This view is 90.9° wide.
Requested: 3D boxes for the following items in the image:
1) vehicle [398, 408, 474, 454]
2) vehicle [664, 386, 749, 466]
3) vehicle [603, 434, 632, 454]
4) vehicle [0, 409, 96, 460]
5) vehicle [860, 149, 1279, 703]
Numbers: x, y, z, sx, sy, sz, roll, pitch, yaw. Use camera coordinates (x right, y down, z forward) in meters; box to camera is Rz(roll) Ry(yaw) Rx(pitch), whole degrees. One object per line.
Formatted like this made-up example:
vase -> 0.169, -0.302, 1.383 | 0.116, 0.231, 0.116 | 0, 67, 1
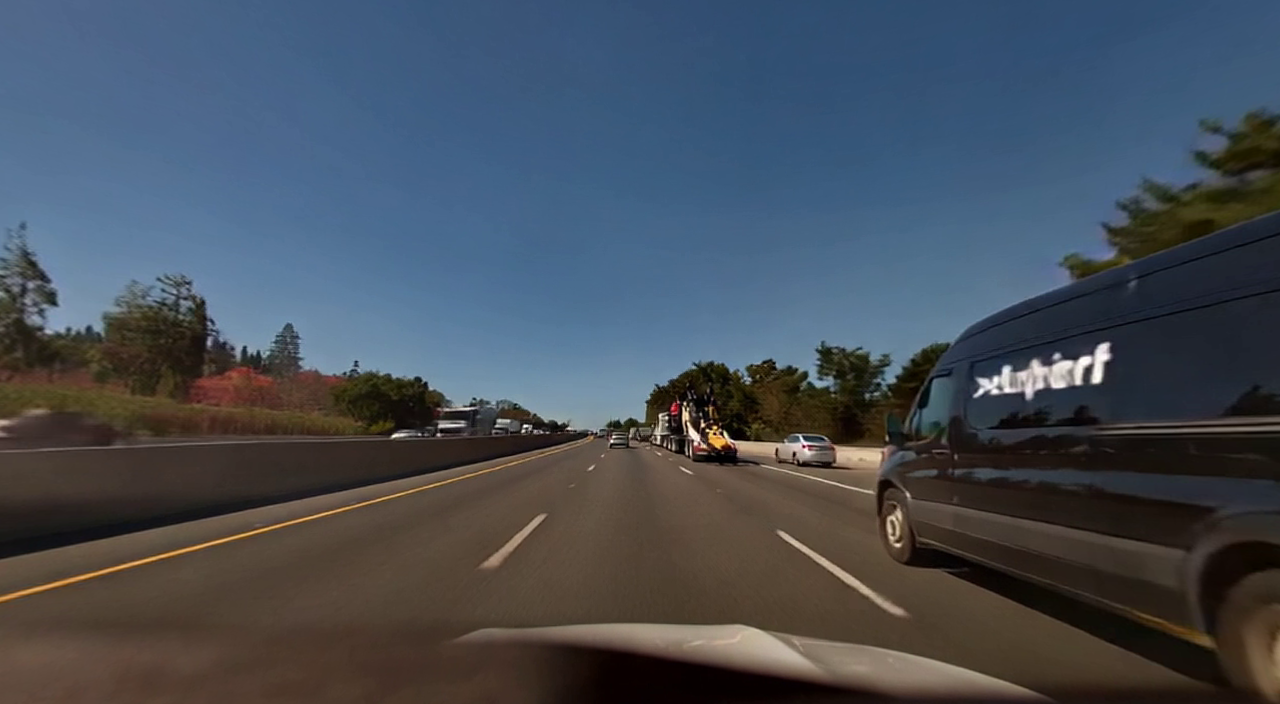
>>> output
vehicle -> -12.162, 4.814, 38.263 | 2.330, 2.491, 7.401 | 0, -8, -2
vehicle -> 3.328, 4.171, 34.726 | 2.912, 3.738, 10.123 | 1, -8, -4
vehicle -> -1.786, 7.286, 49.815 | 2.217, 1.502, 4.222 | 1, -8, -3
vehicle -> -21.923, 2.902, 22.081 | 1.914, 1.637, 4.353 | 0, -8, -3
vehicle -> 3.714, 0.646, 3.942 | 2.386, 2.509, 5.880 | 0, -8, -2
